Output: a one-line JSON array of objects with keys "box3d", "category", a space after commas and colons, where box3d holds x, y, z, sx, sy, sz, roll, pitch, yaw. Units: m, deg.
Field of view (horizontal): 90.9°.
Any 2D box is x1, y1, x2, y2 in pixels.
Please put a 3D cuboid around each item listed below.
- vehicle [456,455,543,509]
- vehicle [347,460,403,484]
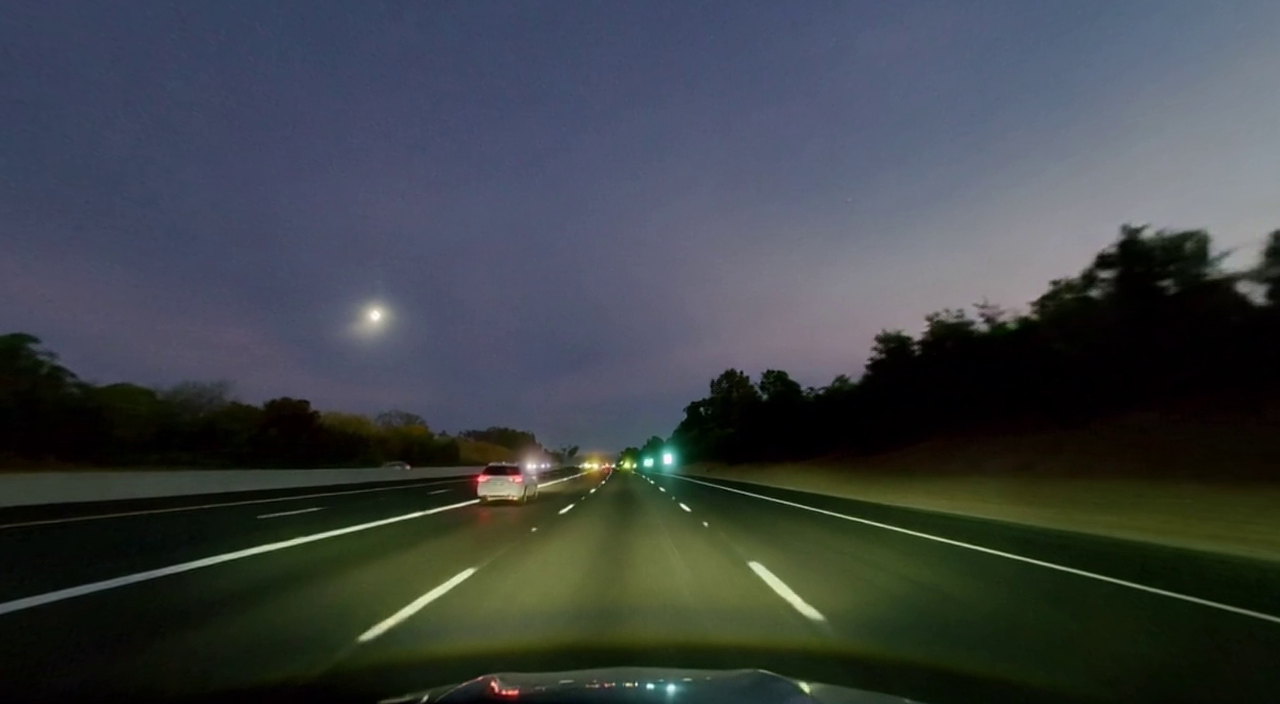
[{"box3d": [-4.548, 4.288, 20.974, 2.025, 1.584, 3.657, 1, -10, 0], "category": "vehicle"}, {"box3d": [-16.709, 7.579, 39.925, 1.795, 1.428, 4.090, 1, -10, 0], "category": "vehicle"}]
